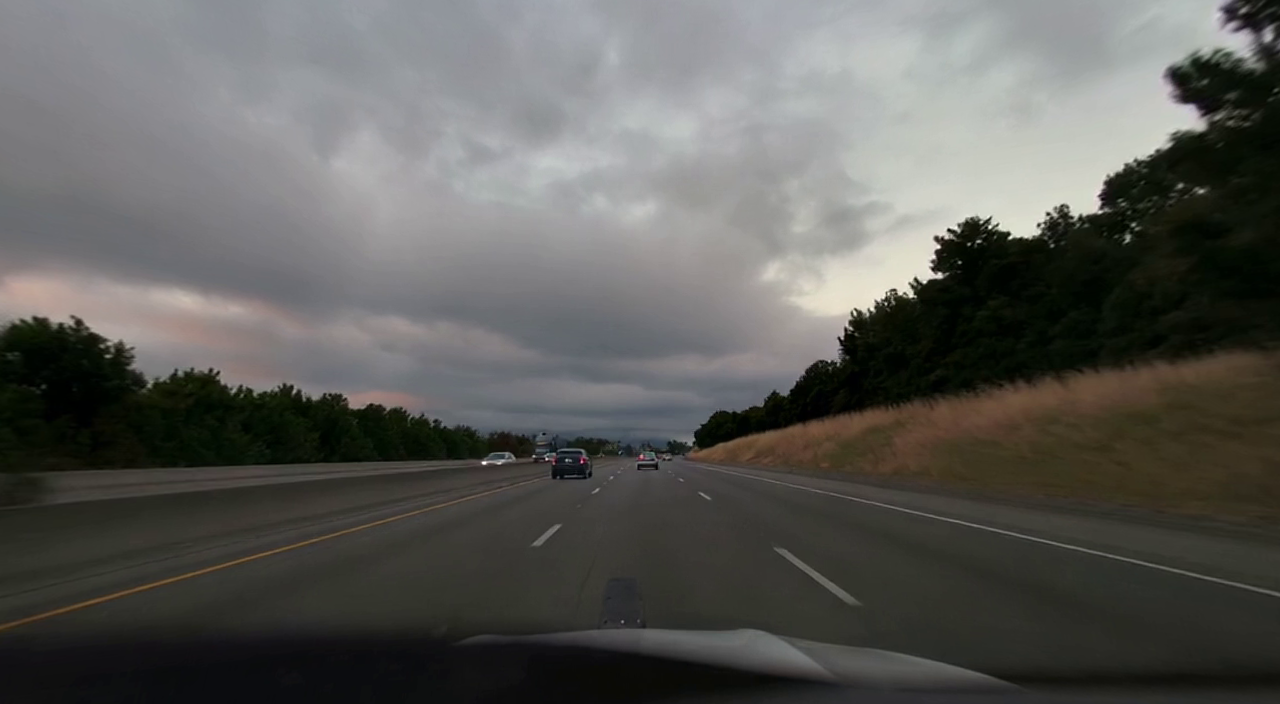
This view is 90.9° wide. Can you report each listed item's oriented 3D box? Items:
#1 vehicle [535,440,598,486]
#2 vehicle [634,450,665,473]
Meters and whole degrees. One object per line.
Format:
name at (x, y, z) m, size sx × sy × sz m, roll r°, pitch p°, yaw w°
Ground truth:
vehicle at (-3.042, 4.731, 27.122) m, size 2.143 × 1.770 × 4.283 m, roll 0°, pitch -9°, yaw 1°
vehicle at (0.654, 7.661, 44.288) m, size 2.036 × 1.519 × 4.225 m, roll 0°, pitch -9°, yaw 0°
